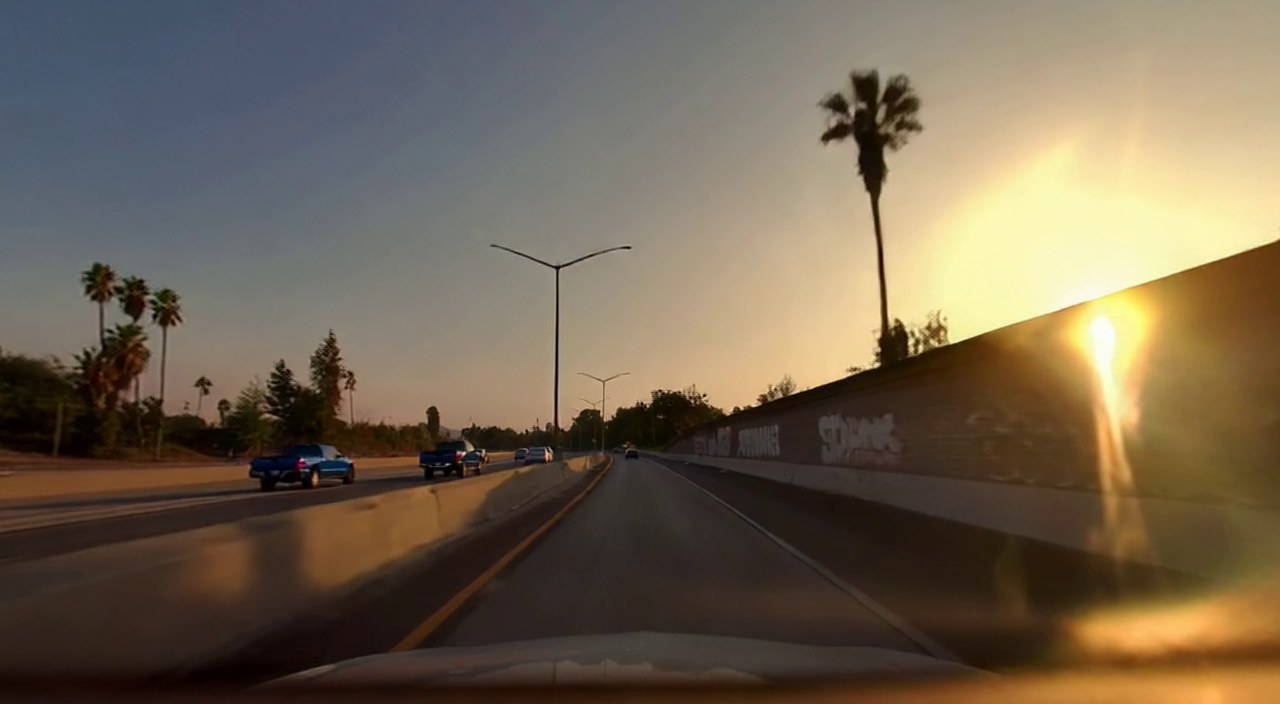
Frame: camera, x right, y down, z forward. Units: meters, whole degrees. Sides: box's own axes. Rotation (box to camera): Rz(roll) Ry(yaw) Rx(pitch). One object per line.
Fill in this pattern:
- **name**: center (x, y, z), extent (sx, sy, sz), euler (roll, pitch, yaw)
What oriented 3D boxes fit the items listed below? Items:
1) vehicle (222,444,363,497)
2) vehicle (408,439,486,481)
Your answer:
- **vehicle**: center (-13.846, 4.702, 25.725), extent (2.272, 1.882, 5.941), euler (0, -9, 1)
- **vehicle**: center (-10.057, 5.682, 33.471), extent (2.342, 1.999, 5.594), euler (0, -9, 0)
